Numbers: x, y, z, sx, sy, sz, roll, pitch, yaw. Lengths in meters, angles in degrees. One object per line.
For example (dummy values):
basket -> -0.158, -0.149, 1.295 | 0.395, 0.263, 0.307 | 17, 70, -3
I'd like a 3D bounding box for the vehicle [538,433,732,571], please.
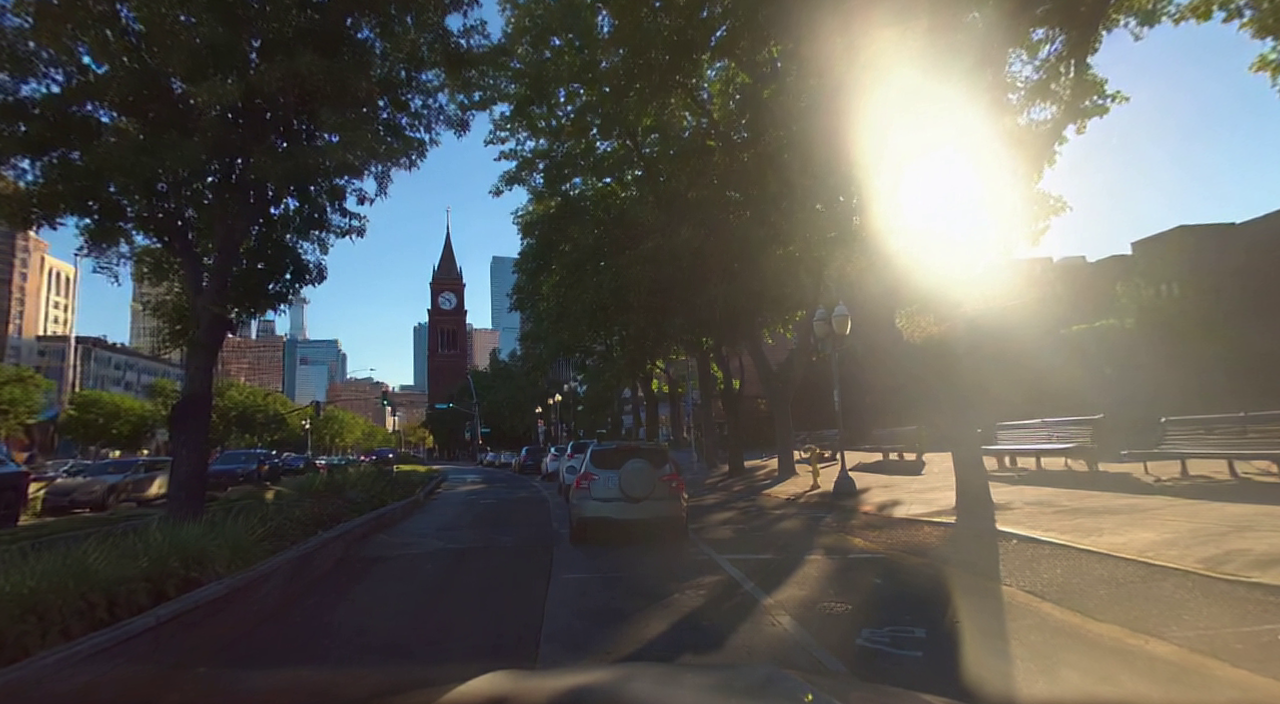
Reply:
vehicle -> -0.241, 1.945, 9.026 | 2.142, 1.475, 4.051 | 1, -8, -6
